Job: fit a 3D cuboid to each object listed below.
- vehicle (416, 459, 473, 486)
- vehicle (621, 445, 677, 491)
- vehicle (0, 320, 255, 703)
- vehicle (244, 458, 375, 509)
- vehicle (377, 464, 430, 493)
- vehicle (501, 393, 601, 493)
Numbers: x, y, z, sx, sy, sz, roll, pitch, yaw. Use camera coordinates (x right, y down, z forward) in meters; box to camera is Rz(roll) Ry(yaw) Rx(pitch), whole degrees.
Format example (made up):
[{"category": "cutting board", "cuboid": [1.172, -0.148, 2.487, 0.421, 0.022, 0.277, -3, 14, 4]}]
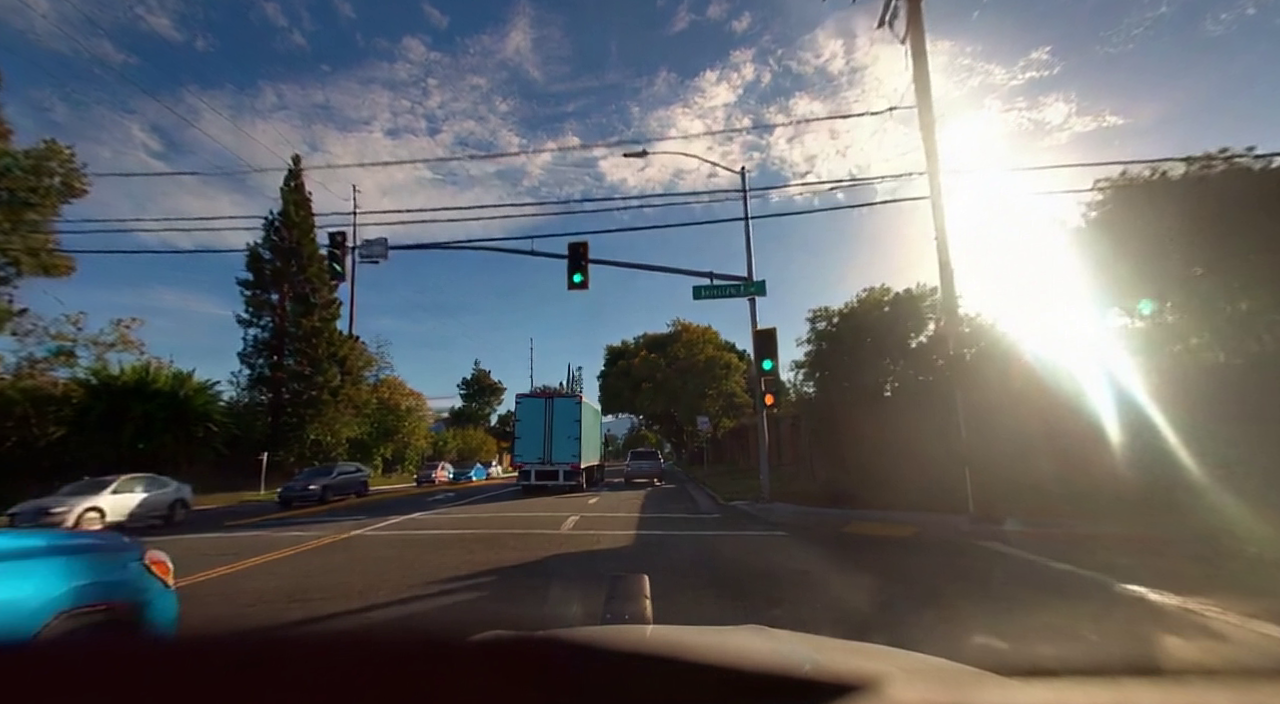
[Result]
[{"category": "vehicle", "cuboid": [-12.020, 7.442, 39.128, 2.055, 1.489, 4.425, 0, -9, 1]}, {"category": "vehicle", "cuboid": [0.380, 4.812, 26.425, 2.174, 1.749, 4.113, 0, -9, 1]}, {"category": "vehicle", "cuboid": [-3.251, 0.667, 1.247, 2.093, 1.832, 4.508, 0, -9, 0]}, {"category": "vehicle", "cuboid": [-12.001, 4.775, 23.357, 2.290, 1.644, 4.553, 0, -9, 1]}, {"category": "vehicle", "cuboid": [-17.339, 9.258, 46.425, 2.054, 1.935, 4.350, 0, -9, 1]}, {"category": "vehicle", "cuboid": [-3.544, 4.063, 27.822, 2.928, 3.658, 8.980, 0, -9, 1]}]
